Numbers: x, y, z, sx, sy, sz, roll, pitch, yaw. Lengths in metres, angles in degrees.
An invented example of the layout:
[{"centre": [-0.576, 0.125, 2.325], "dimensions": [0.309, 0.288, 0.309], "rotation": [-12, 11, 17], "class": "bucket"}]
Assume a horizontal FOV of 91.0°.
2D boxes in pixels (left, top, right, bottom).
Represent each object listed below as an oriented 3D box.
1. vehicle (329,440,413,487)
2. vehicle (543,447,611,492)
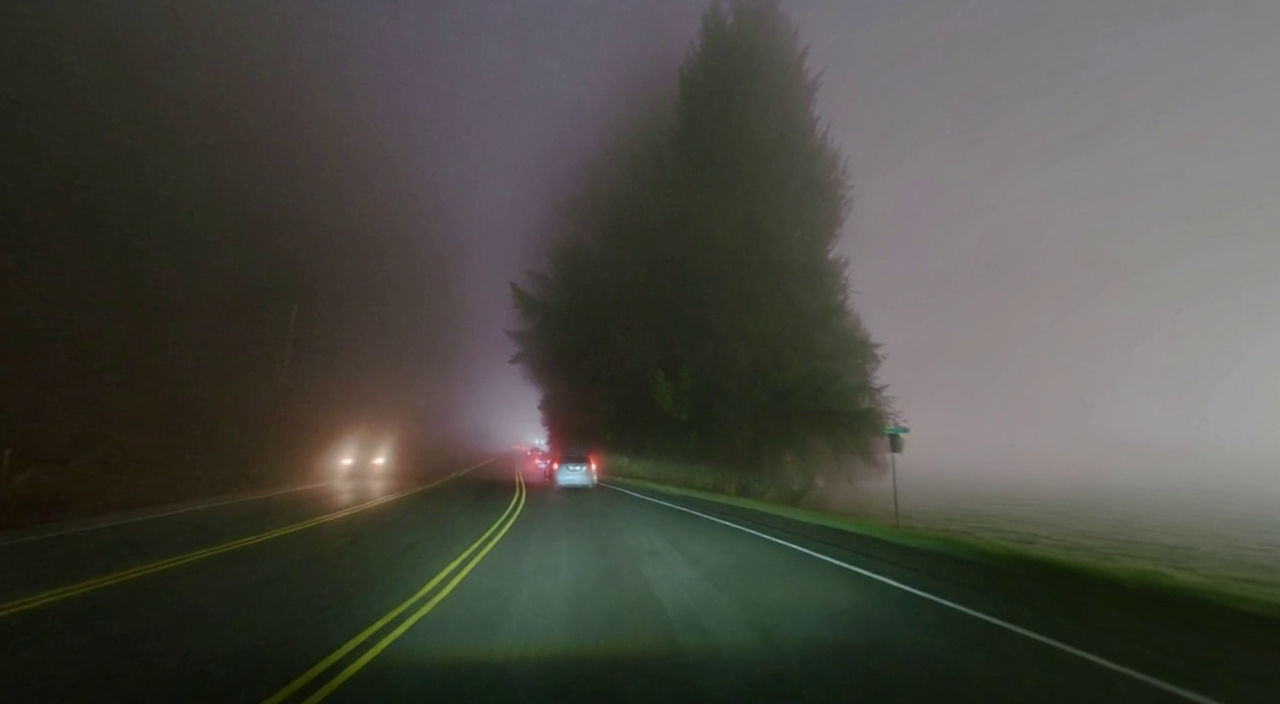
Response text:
[{"centre": [-10.129, 4.199, 24.041], "dimensions": [1.894, 1.621, 3.900], "rotation": [1, -9, -8], "class": "vehicle"}, {"centre": [-2.479, 4.359, 23.777], "dimensions": [2.296, 1.510, 4.068], "rotation": [1, -9, -9], "class": "vehicle"}]
